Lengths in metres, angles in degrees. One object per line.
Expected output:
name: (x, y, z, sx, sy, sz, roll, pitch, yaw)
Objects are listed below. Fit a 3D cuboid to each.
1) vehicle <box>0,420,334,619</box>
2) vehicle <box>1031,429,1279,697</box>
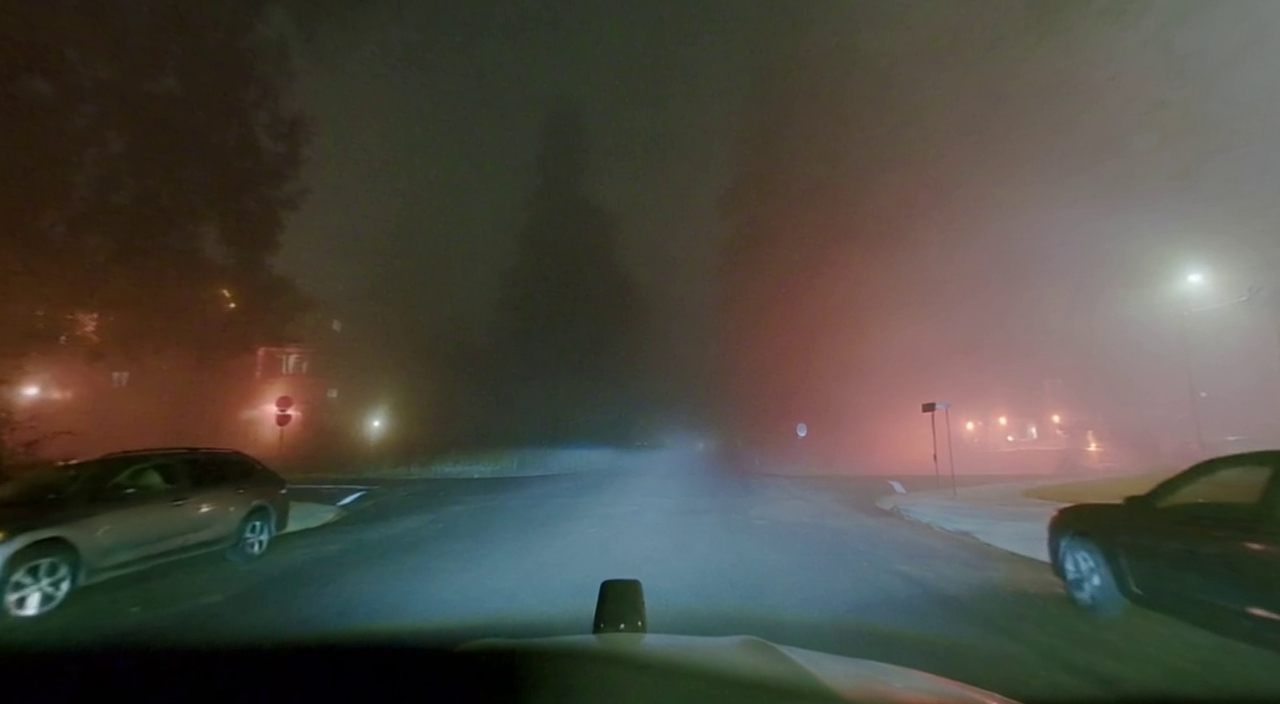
vehicle: (-5.516, 1.687, 6.712, 1.943, 1.433, 4.717, -6, -10, 3)
vehicle: (4.335, 1.110, 3.149, 1.931, 1.395, 4.793, 1, -8, 4)
